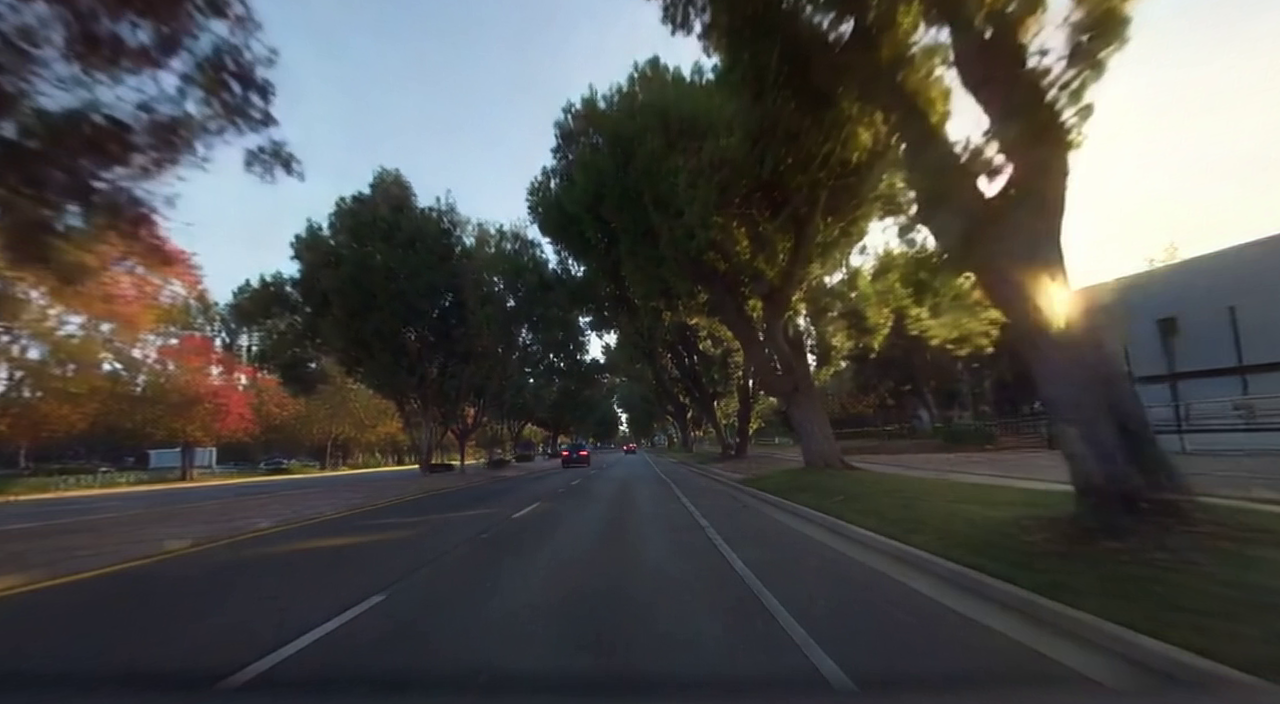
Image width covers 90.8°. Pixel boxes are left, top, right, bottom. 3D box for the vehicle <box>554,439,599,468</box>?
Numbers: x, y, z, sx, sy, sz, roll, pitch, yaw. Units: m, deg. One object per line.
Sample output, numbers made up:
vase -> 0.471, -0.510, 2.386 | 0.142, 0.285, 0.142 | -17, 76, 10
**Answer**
vehicle -> -3.775, 6.158, 38.513 | 2.202, 1.685, 4.772 | 0, -9, 0
